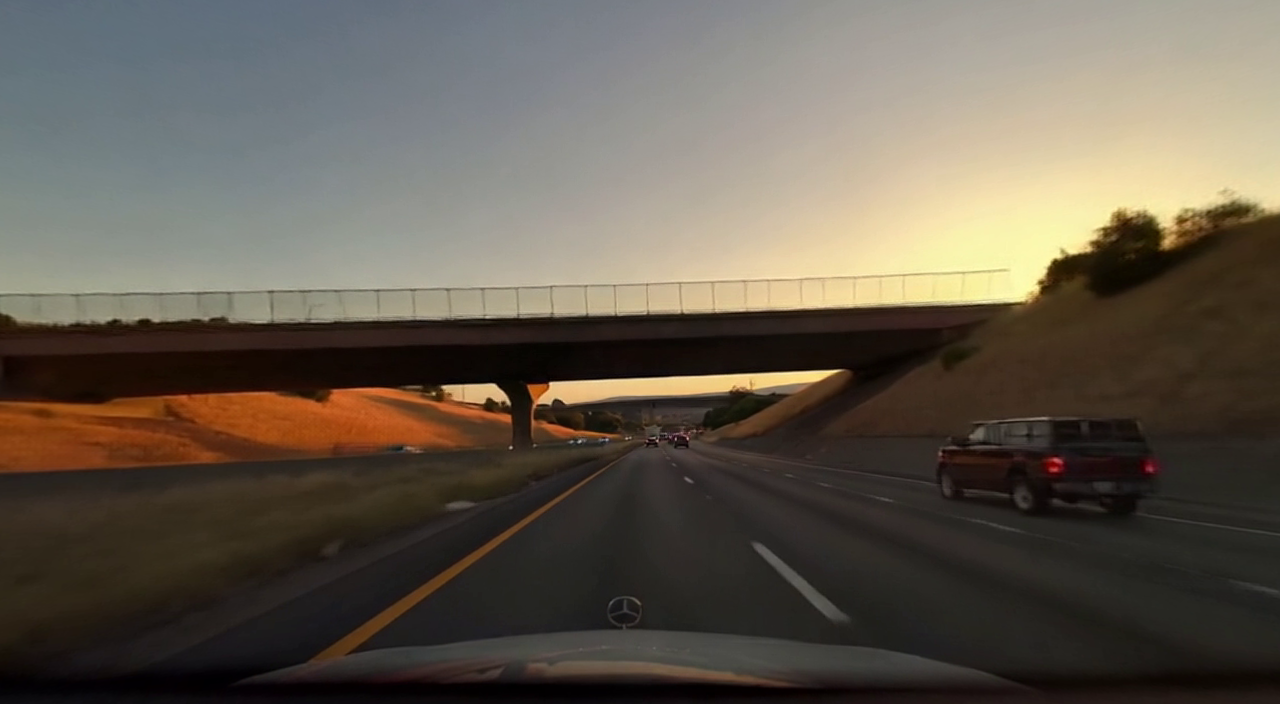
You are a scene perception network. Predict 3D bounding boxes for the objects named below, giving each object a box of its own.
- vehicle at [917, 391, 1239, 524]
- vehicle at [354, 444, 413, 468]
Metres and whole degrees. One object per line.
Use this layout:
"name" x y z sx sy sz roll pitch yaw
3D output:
"vehicle" 7.954 2.019 12.427 2.362 2.037 5.409 0 -8 -1
"vehicle" -16.870 6.851 41.528 1.937 1.466 4.375 0 -8 1
